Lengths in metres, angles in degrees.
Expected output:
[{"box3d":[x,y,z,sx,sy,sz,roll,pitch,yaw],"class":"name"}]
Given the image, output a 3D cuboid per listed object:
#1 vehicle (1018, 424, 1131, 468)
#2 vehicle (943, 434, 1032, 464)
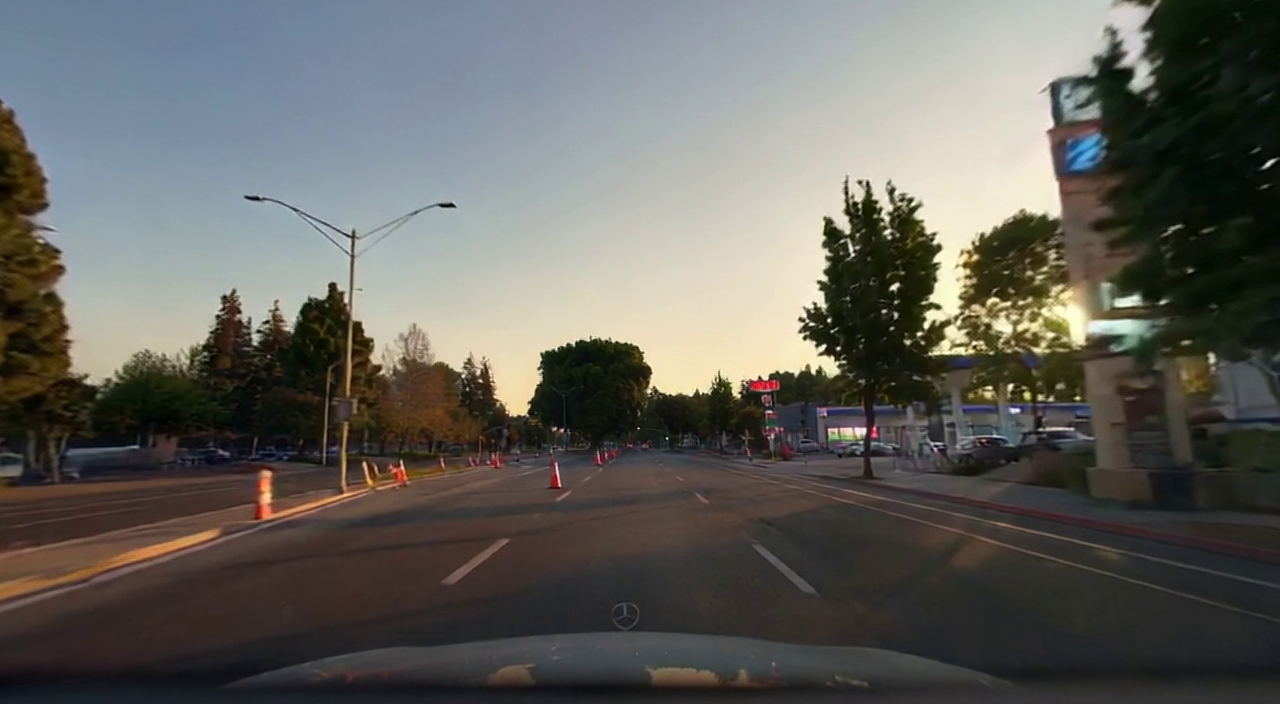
[{"box3d":[22.978,4.946,33.740,2.094,1.937,5.262,-3,-5,-2],"class":"vehicle"},{"box3d":[17.926,5.049,32.921,1.912,1.452,4.796,0,-8,0],"class":"vehicle"}]
